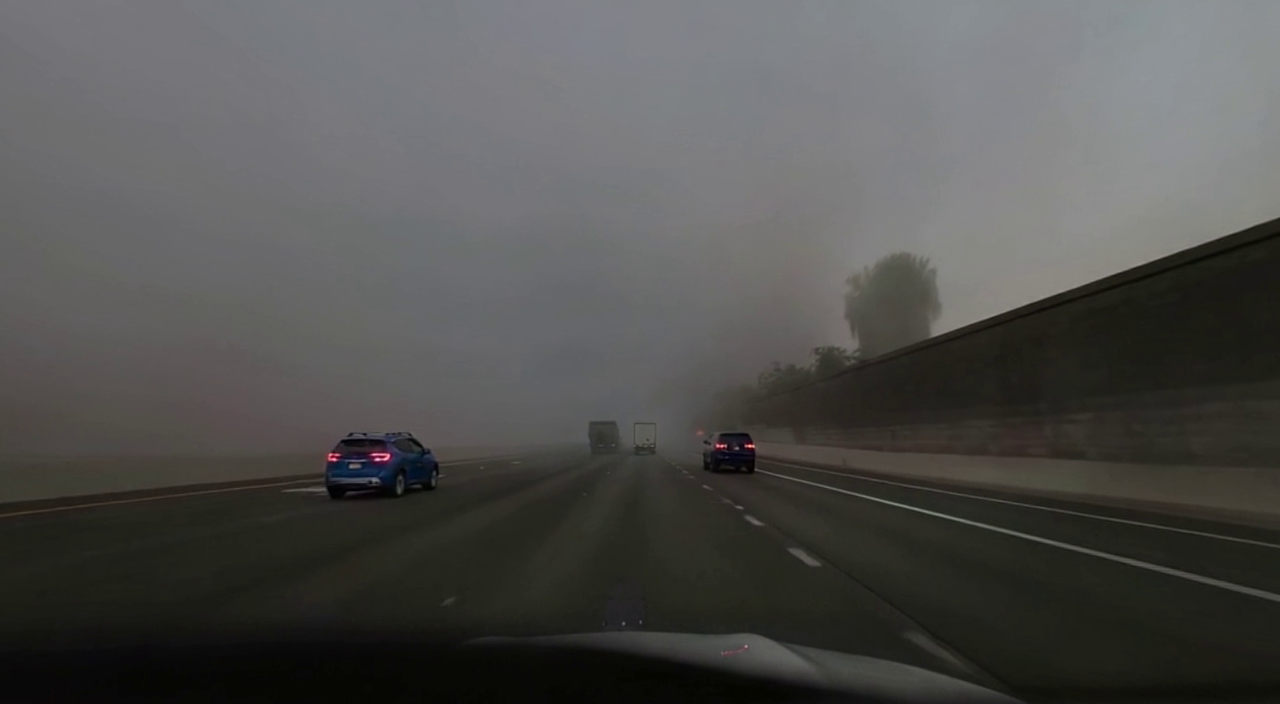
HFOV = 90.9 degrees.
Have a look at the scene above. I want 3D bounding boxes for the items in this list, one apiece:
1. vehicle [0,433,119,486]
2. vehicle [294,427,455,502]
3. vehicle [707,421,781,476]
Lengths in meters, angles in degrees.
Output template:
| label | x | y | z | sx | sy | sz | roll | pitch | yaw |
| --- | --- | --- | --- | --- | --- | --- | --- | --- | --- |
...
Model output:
| label | x | y | z | sx | sy | sz | roll | pitch | yaw |
| --- | --- | --- | --- | --- | --- | --- | --- | --- | --- |
| vehicle | -20.706 | 3.626 | 21.583 | 1.994 | 1.618 | 4.288 | 0 | -8 | 1 |
| vehicle | -7.071 | 3.036 | 17.540 | 2.289 | 1.774 | 4.871 | 0 | -8 | 1 |
| vehicle | 4.424 | 4.225 | 27.772 | 2.408 | 2.210 | 4.999 | 0 | -8 | 0 |
